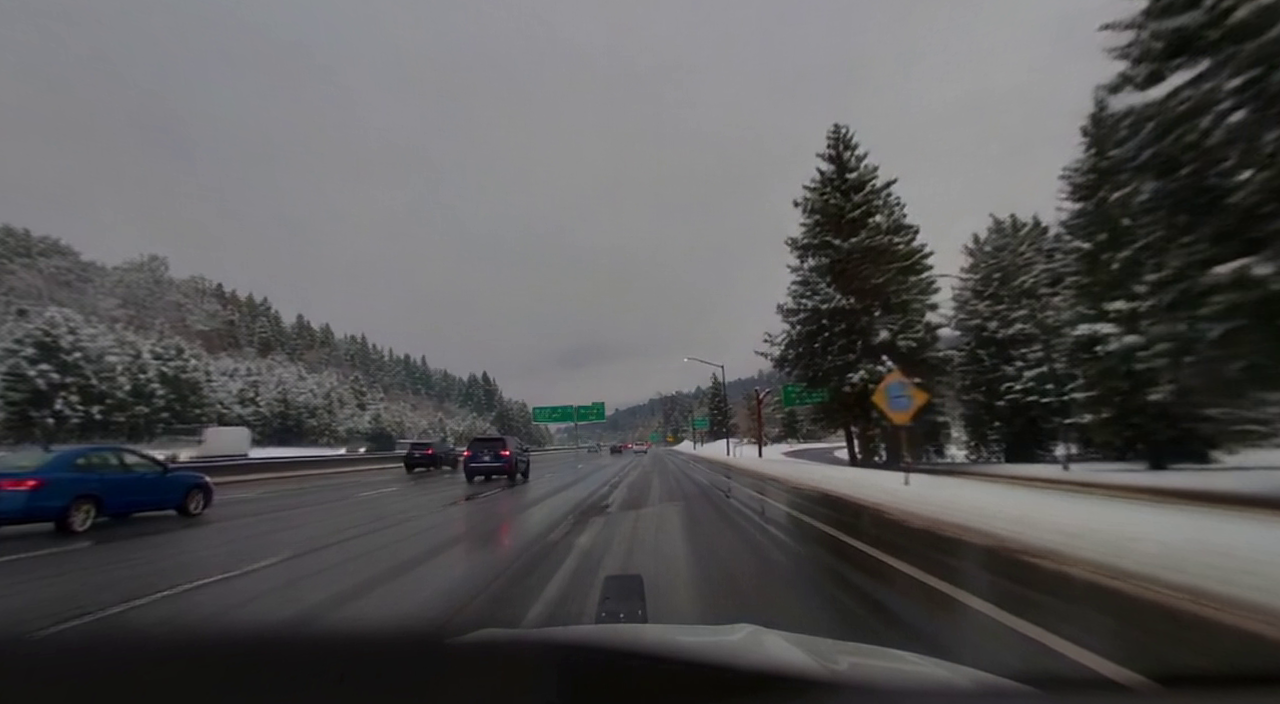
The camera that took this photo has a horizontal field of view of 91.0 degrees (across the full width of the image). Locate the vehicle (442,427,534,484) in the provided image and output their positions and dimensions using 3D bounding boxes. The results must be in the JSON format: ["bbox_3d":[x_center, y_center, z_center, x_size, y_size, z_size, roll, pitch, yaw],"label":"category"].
[{"bbox_3d":[-5.722,3.997,24.484,2.219,1.947,4.924,-1,-9,2],"label":"vehicle"}]

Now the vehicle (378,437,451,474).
[{"bbox_3d":[-12.297,5.685,34.769,2.079,1.822,4.893,-1,-9,2],"label":"vehicle"}]

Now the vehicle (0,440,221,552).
[{"bbox_3d":[-9.644,2.234,10.360,1.984,1.508,4.935,-1,-9,2],"label":"vehicle"}]

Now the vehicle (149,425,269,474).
[{"bbox_3d":[-30.647,6.988,45.333,2.798,3.163,7.890,0,-9,2],"label":"vehicle"}]
